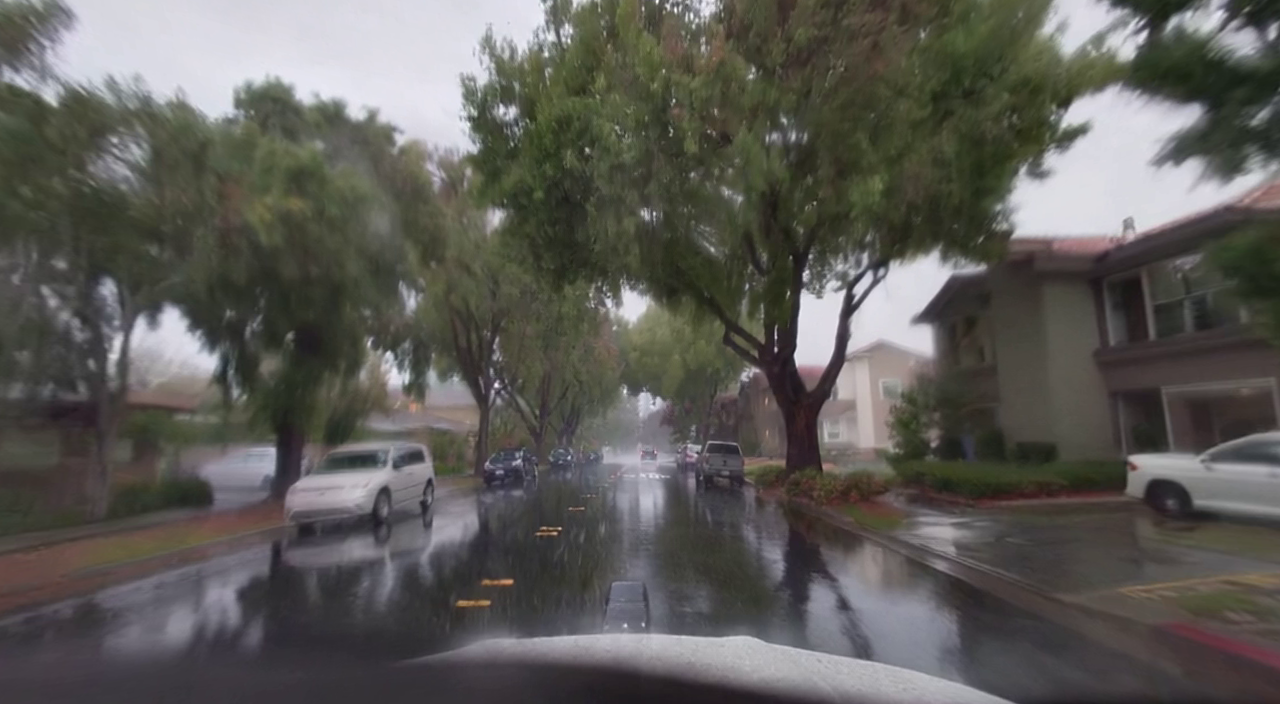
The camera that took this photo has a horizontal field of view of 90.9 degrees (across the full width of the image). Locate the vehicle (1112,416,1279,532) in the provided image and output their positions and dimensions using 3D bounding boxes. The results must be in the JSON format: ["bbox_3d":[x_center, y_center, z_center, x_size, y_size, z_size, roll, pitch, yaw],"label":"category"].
[{"bbox_3d":[9.366,1.637,8.518,2.046,1.507,4.665,1,-8,-6],"label":"vehicle"}]

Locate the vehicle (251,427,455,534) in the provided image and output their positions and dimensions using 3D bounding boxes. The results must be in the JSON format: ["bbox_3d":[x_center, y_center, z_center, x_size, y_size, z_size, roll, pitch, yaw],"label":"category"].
[{"bbox_3d":[-5.777,2.633,13.556,2.165,1.758,4.701,-3,-9,1],"label":"vehicle"}]

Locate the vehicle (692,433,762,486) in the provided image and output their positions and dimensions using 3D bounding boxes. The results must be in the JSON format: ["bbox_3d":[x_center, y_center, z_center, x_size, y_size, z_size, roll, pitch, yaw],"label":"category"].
[{"bbox_3d":[3.186,4.043,24.088,2.117,1.807,4.964,0,-8,2],"label":"vehicle"}]

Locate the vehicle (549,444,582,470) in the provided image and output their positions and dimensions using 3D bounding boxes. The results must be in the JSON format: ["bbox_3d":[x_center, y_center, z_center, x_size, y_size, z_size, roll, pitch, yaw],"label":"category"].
[{"bbox_3d":[-5.177,7.311,44.156,1.955,1.659,4.324,0,-8,-2],"label":"vehicle"}]

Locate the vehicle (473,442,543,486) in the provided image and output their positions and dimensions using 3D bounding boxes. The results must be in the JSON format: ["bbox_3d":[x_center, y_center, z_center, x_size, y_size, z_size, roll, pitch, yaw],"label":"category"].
[{"bbox_3d":[-5.598,4.793,27.366,2.007,1.709,4.502,0,-8,0],"label":"vehicle"}]
